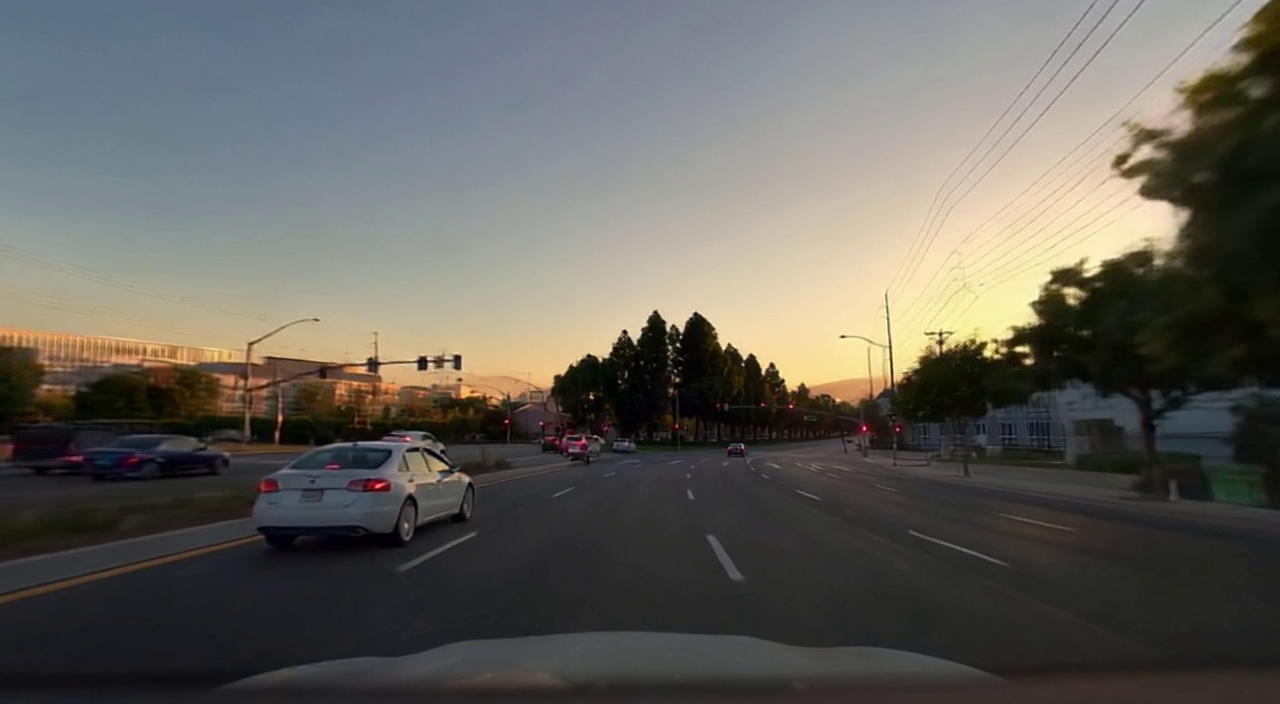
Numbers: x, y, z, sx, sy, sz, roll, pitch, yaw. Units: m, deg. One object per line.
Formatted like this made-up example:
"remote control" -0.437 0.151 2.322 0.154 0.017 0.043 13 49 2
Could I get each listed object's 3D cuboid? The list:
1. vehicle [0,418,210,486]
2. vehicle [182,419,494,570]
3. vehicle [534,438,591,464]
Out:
"vehicle" -13.524 2.535 16.116 1.984 1.488 4.258 0 -9 2
"vehicle" -3.474 1.716 8.379 1.934 1.463 4.220 0 -9 2
"vehicle" -4.757 6.177 39.524 2.080 1.495 5.242 -1 -9 10
